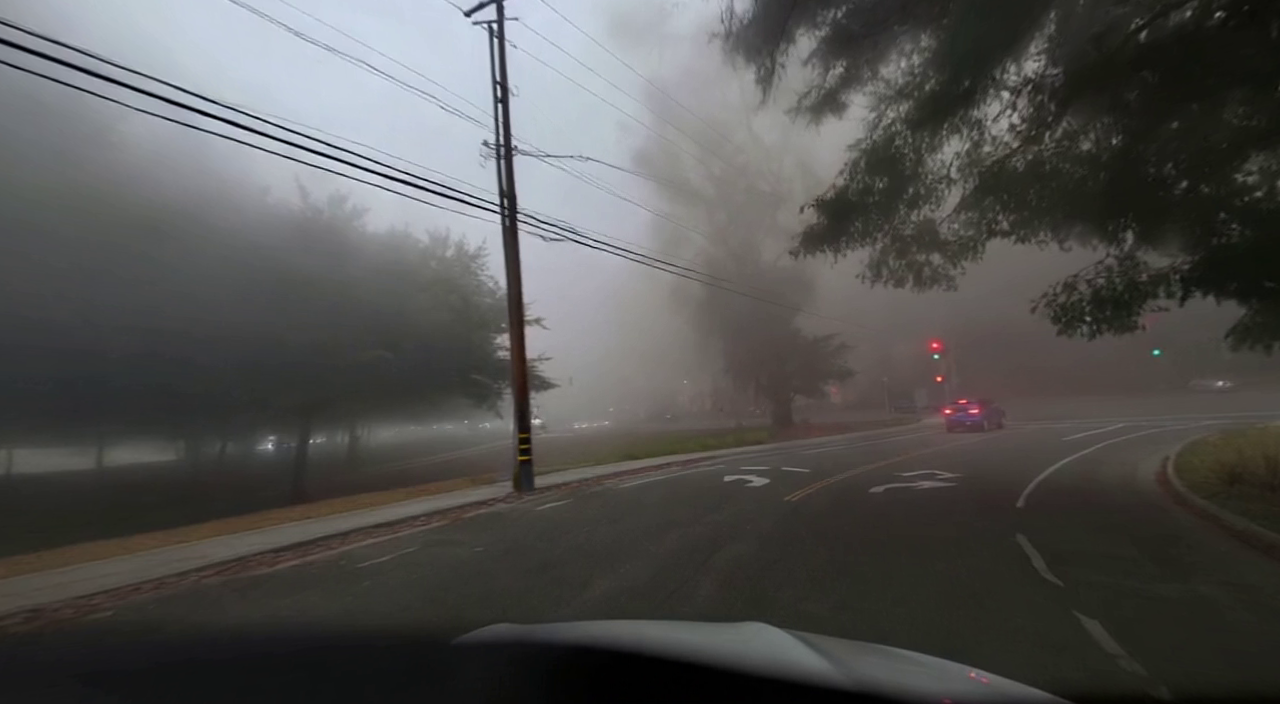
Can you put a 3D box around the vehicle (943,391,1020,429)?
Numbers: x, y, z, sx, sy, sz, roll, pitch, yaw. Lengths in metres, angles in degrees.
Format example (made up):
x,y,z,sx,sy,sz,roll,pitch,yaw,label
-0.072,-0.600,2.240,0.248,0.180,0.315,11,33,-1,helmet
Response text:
x,y,z,sx,sy,sz,roll,pitch,yaw,label
17.934,3.103,33.025,4.704,1.726,1.928,7,-11,-41,vehicle
